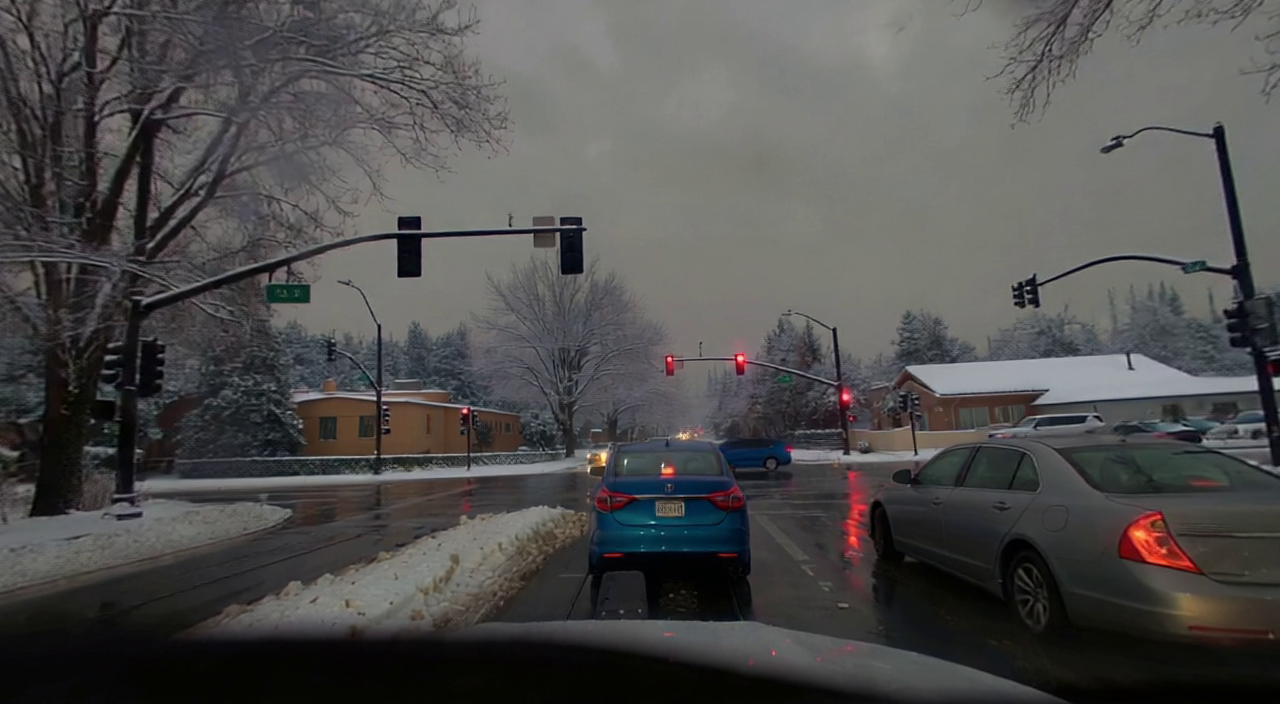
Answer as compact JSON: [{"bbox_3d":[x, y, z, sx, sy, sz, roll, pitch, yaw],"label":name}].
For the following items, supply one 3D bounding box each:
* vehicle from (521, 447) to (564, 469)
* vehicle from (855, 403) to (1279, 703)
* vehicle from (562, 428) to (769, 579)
[{"bbox_3d":[-6.939,7.580,45.304,2.093,1.476,4.278,-1,-9,4],"label":"vehicle"},{"bbox_3d":[3.649,1.341,5.437,1.888,1.486,4.681,0,-9,-1],"label":"vehicle"},{"bbox_3d":[0.294,1.820,8.326,2.090,1.505,3.756,-1,-9,1],"label":"vehicle"}]
